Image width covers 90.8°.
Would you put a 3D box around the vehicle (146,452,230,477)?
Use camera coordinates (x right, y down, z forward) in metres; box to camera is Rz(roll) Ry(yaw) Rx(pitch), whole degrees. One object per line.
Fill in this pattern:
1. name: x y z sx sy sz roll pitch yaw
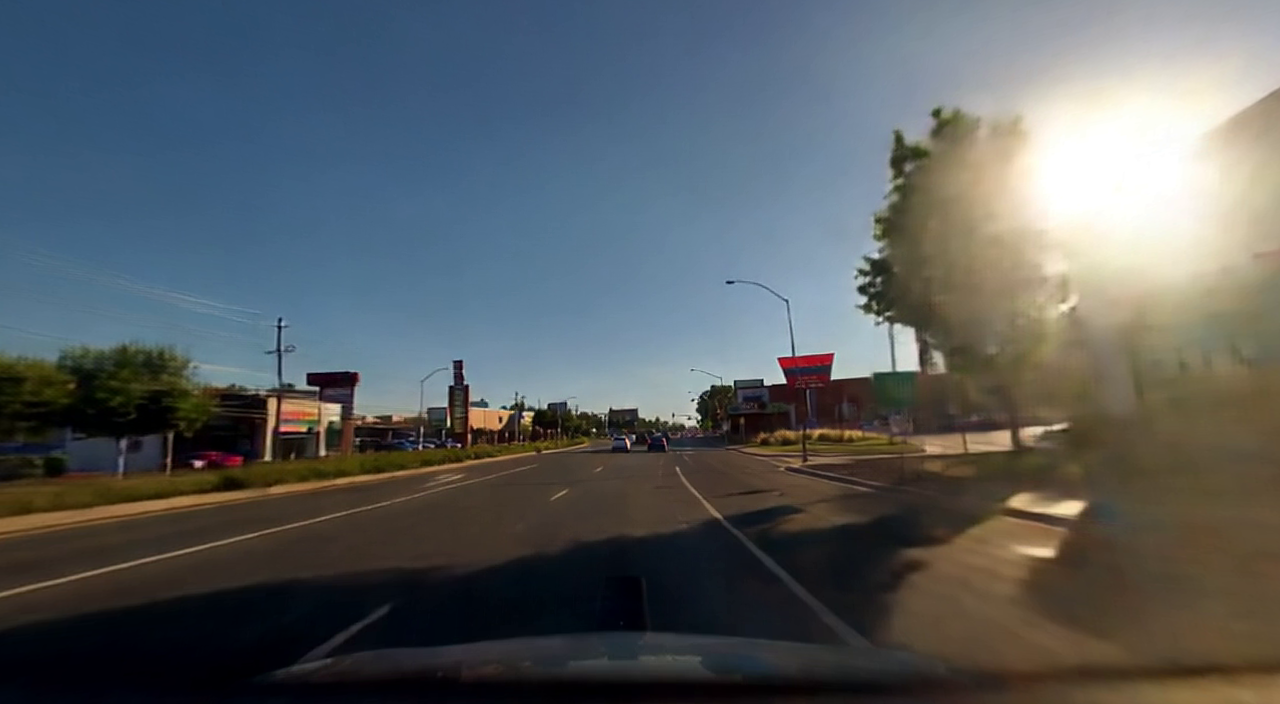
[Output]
1. vehicle: -33.322 8.270 46.628 4.743 1.760 2.046 -1 -9 5
